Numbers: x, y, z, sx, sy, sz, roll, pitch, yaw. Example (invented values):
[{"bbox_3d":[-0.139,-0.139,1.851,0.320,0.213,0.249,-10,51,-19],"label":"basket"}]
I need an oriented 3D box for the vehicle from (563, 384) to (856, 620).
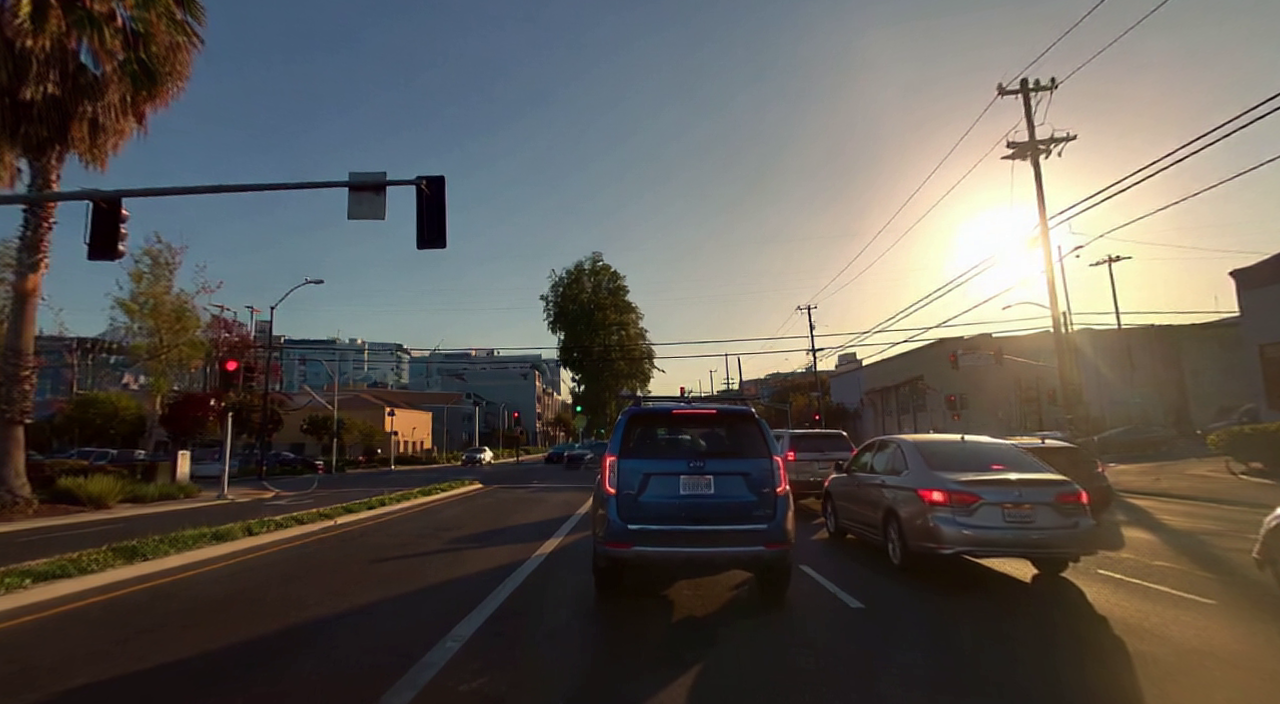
[{"bbox_3d":[0.459,1.455,7.014,2.228,1.780,4.269,0,-9,-2],"label":"vehicle"}]

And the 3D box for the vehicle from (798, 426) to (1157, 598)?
[{"bbox_3d":[3.453,1.703,7.620,1.895,1.456,4.255,0,-9,-1],"label":"vehicle"}]

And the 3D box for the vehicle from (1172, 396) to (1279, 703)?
[{"bbox_3d":[3.361,0.652,0.677,1.805,1.485,4.348,0,-9,1],"label":"vehicle"}]
